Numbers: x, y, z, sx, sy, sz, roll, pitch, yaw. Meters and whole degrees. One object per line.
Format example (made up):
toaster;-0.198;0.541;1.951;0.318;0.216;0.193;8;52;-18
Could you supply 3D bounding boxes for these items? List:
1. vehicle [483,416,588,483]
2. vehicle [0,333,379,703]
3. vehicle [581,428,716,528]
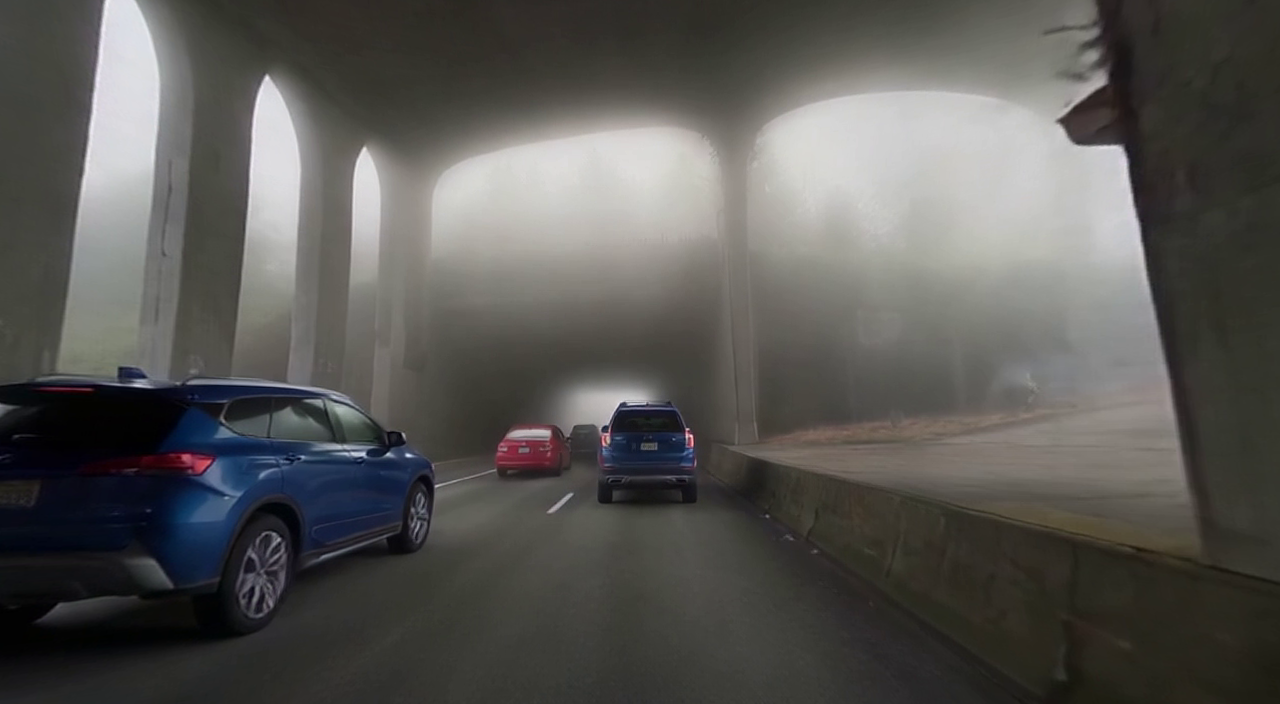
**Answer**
vehicle;-3.328;3.296;21.486;2.329;1.948;5.800;-1;-9;3
vehicle;-3.542;0.991;3.661;2.017;1.761;4.572;0;-9;1
vehicle;0.142;2.196;11.527;2.020;1.478;4.092;0;-9;1
